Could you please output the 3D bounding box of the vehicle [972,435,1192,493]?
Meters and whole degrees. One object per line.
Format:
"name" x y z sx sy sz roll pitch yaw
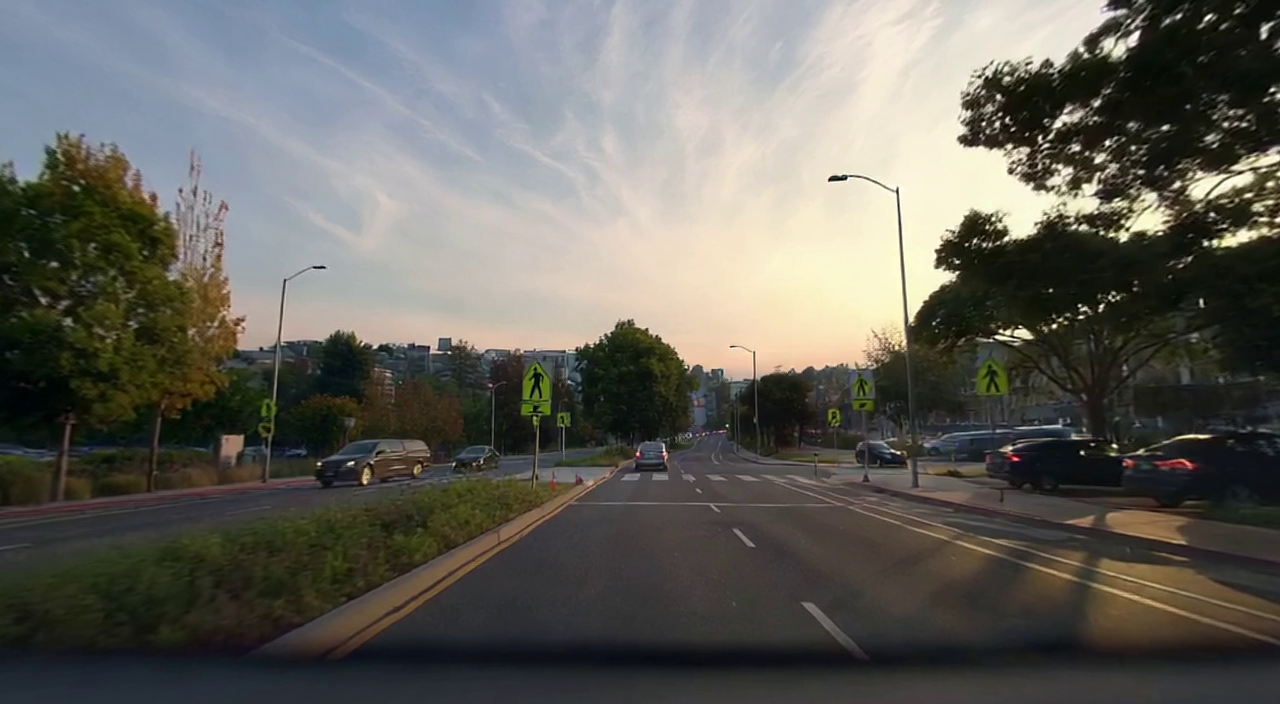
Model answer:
"vehicle" 12.047 3.054 17.444 4.627 1.444 1.956 0 -9 -3

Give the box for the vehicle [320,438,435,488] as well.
"vehicle" -10.257 4.386 25.286 2.162 1.767 5.368 -1 -9 1

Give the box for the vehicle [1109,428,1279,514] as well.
"vehicle" 11.961 2.211 11.943 4.502 1.469 1.958 -1 -9 4

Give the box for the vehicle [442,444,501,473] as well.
"vehicle" -9.816 6.232 37.249 2.197 1.606 4.034 -1 -9 3

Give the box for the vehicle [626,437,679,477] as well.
"vehicle" 0.552 4.542 27.498 2.158 1.600 3.865 -1 -9 1
